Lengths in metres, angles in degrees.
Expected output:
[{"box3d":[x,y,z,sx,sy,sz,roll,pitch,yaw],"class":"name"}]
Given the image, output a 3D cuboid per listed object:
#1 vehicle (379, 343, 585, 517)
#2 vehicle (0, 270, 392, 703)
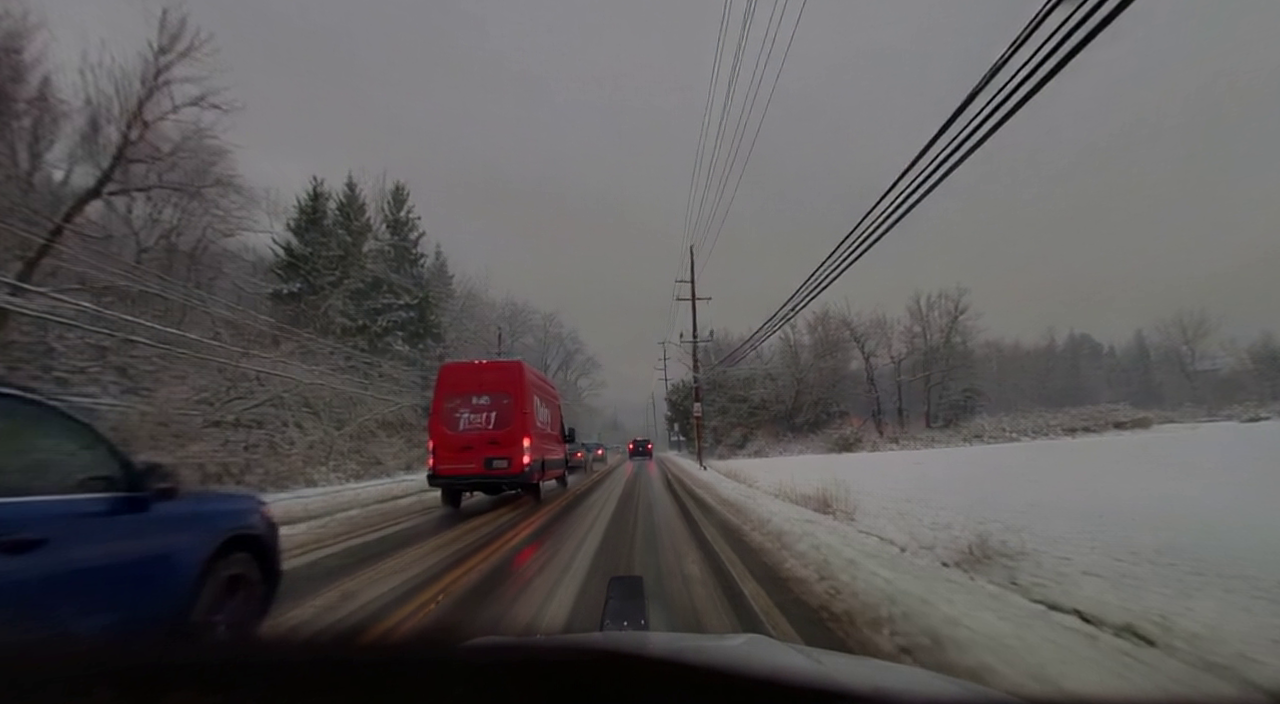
[{"box3d":[-3.283,2.064,16.155,2.818,3.181,9.114,0,-8,0],"class":"vehicle"},{"box3d":[-2.907,0.658,1.605,2.187,1.821,5.501,0,-8,1],"class":"vehicle"}]
